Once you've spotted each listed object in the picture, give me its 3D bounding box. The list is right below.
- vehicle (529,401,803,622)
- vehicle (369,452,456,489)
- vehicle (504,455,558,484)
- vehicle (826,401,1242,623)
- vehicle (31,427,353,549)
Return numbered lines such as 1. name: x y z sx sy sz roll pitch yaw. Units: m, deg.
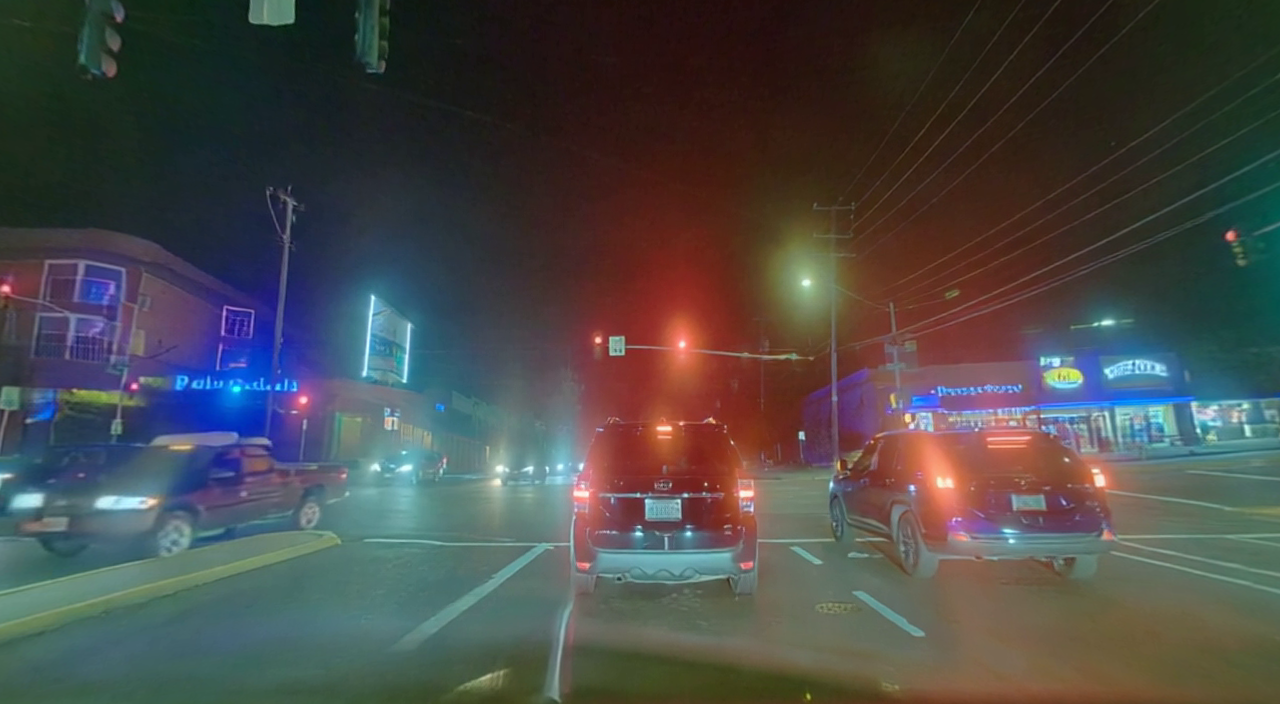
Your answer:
1. vehicle: 0.252 1.506 6.822 2.098 1.682 3.778 0 -8 2
2. vehicle: -10.456 5.454 29.428 1.958 1.493 4.795 -1 -8 5
3. vehicle: -6.110 6.618 35.876 1.924 1.453 4.343 -1 -8 5
4. vehicle: 3.606 1.519 6.953 1.976 1.664 4.189 -1 -8 2
5. vehicle: -7.772 2.383 11.863 2.176 1.766 5.042 -1 -8 3
